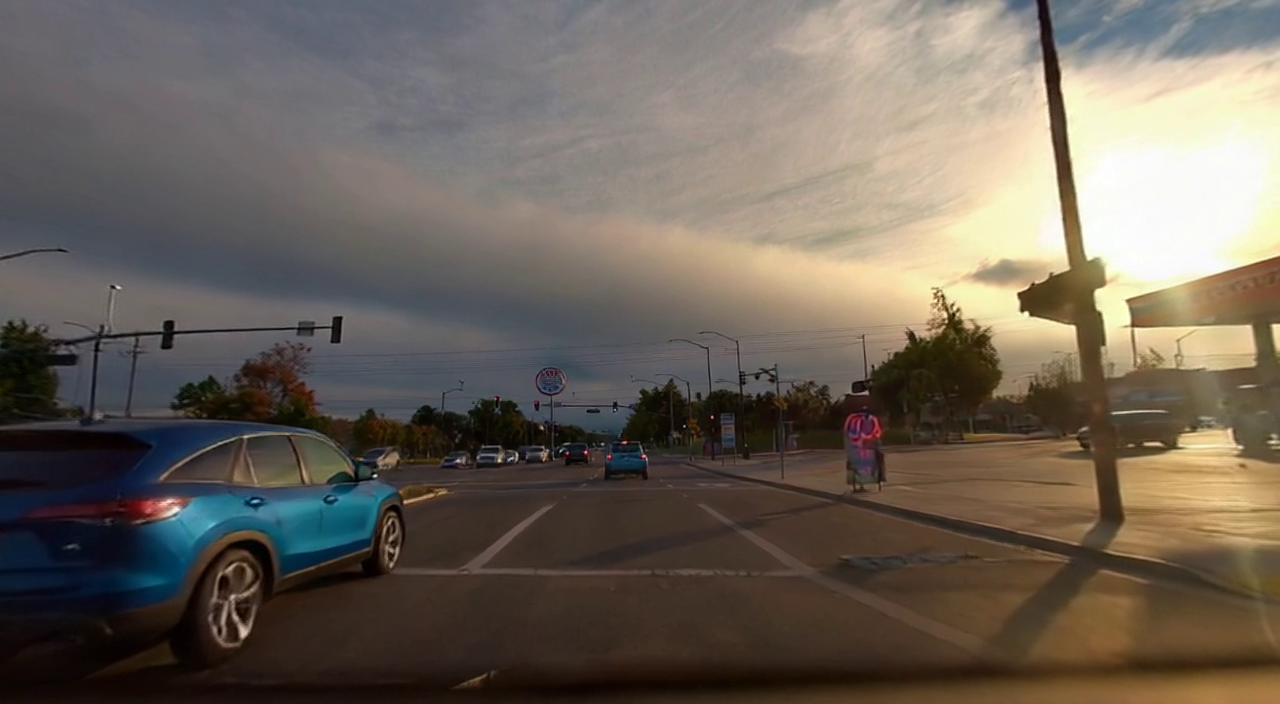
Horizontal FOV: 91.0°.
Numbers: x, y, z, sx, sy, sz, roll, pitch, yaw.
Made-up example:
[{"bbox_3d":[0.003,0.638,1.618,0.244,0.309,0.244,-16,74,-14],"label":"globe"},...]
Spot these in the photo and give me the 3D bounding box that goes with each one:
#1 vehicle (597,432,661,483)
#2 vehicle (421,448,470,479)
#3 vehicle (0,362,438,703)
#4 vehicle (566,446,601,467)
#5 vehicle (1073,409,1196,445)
[{"bbox_3d":[-0.534,4.633,27.899,2.552,1.999,5.498,0,-8,-2],"label":"vehicle"},{"bbox_3d":[-11.816,6.763,38.450,1.943,1.643,4.167,-2,-8,-4],"label":"vehicle"},{"bbox_3d":[-3.495,1.265,5.042,2.247,1.734,4.919,0,-8,-2],"label":"vehicle"},{"bbox_3d":[-4.273,7.952,48.169,2.192,1.458,4.594,0,-8,0],"label":"vehicle"},{"bbox_3d":[27.619,4.225,35.290,5.102,1.893,2.120,0,-9,-2],"label":"vehicle"}]
